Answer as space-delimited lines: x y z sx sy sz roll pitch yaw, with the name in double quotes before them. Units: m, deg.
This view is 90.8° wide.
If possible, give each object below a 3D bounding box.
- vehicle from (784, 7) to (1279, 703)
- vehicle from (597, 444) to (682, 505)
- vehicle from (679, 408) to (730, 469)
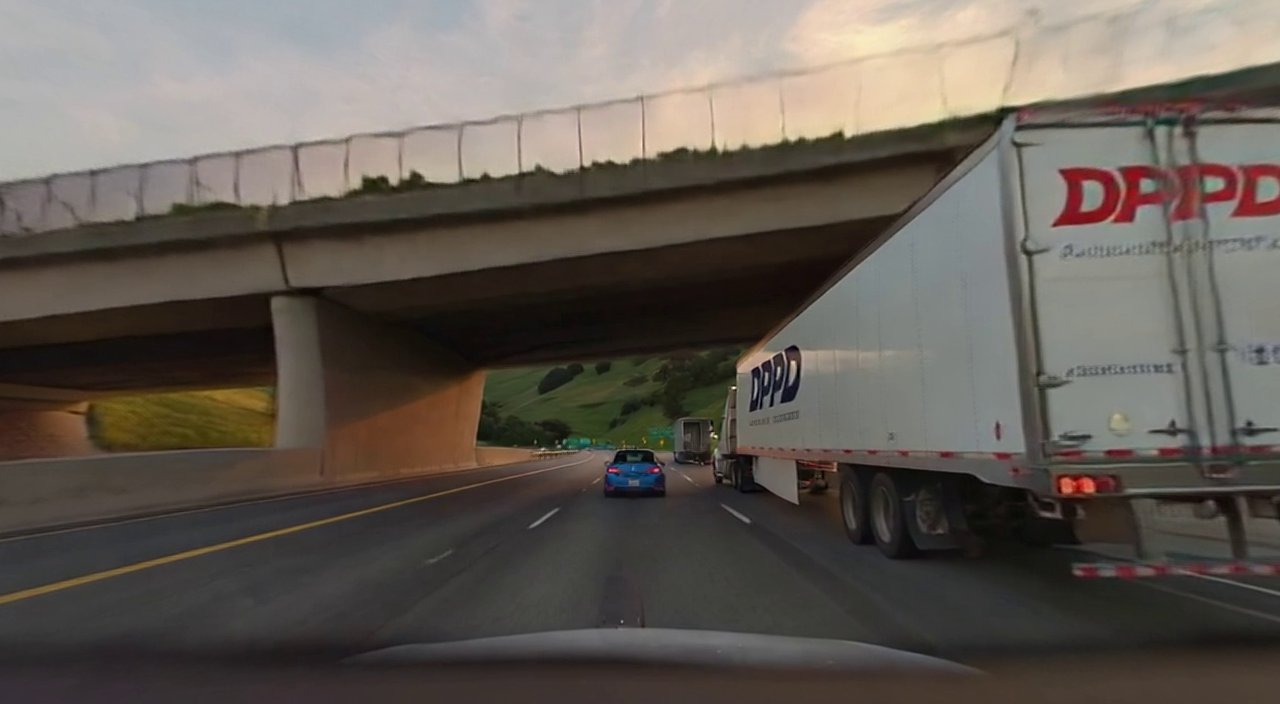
"vehicle" 4.163 0.490 7.638 2.802 3.956 8.291 0 -9 0
"vehicle" -0.020 3.233 17.045 2.029 1.437 3.794 0 -9 0
"vehicle" 4.537 6.425 46.319 2.801 4.039 8.684 0 -9 0
